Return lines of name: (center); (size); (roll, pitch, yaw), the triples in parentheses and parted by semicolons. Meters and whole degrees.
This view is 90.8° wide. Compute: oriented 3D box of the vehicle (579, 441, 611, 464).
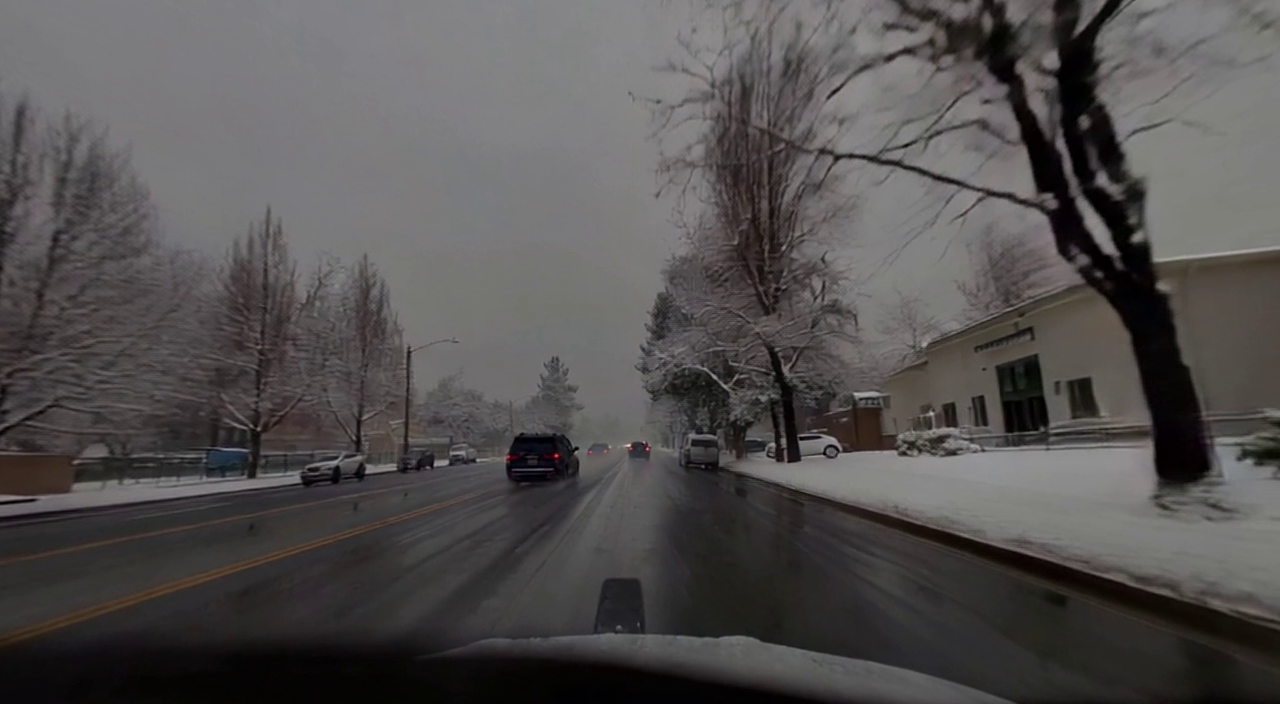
vehicle: (-3.348, 7.577, 47.743); (2.167, 1.634, 4.220); (0, -8, 0)

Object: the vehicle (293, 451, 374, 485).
vehicle: (-16.360, 6.180, 34.059); (1.870, 1.599, 5.022); (0, -8, 0)

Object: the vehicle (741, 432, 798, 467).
vehicle: (7.335, 5.563, 36.280); (2.112, 1.776, 4.555); (2, -8, -3)

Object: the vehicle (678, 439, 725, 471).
vehicle: (3.484, 5.919, 36.500); (2.150, 1.655, 4.739); (0, -8, -1)

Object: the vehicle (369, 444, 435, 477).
vehicle: (-14.174, 6.461, 37.973); (2.123, 1.770, 4.848); (0, -8, -1)

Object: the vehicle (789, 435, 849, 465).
vehicle: (10.147, 5.569, 36.104); (1.777, 1.514, 4.140); (-1, -8, -6)

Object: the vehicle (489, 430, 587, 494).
vehicle: (-3.106, 3.481, 20.421); (2.257, 1.751, 5.028); (0, -8, 1)
